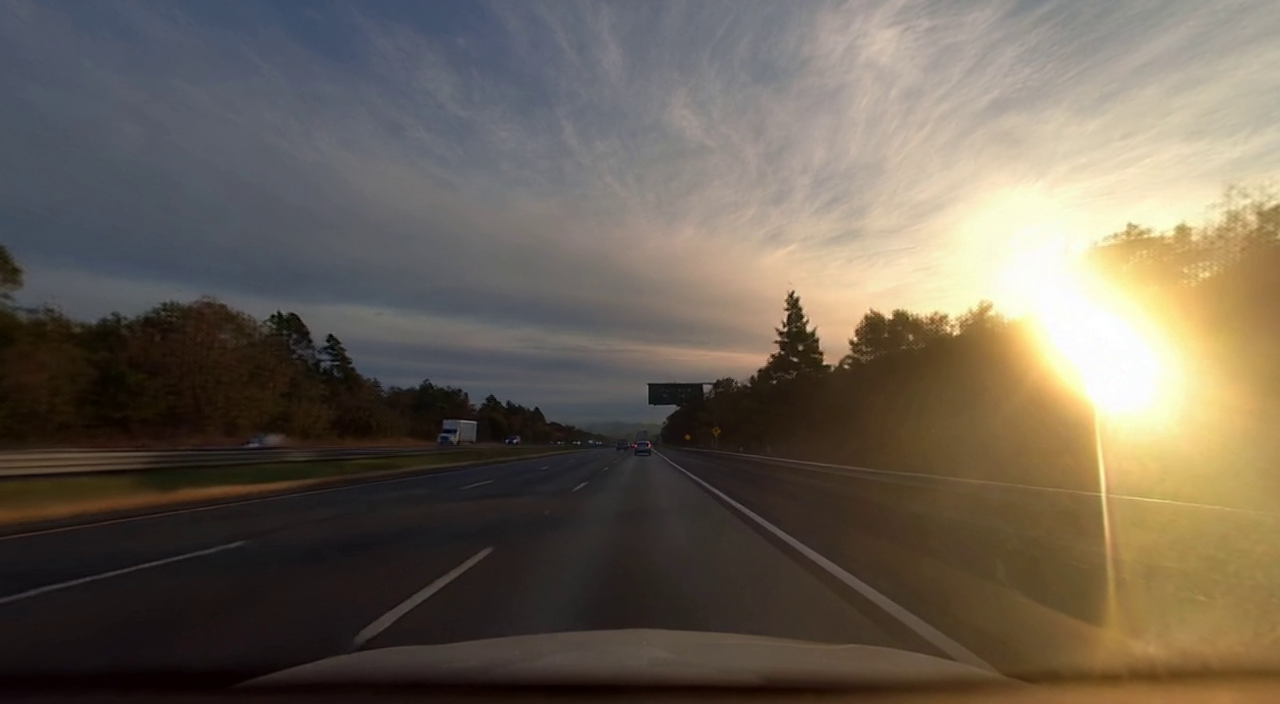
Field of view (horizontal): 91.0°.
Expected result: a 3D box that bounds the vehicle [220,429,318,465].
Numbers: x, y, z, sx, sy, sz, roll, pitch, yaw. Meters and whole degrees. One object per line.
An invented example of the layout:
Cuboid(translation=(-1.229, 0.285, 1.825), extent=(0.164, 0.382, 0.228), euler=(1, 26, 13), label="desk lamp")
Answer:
Cuboid(translation=(-16.407, 4.223, 28.087), extent=(1.880, 1.462, 4.045), euler=(0, -8, 1), label="vehicle")
